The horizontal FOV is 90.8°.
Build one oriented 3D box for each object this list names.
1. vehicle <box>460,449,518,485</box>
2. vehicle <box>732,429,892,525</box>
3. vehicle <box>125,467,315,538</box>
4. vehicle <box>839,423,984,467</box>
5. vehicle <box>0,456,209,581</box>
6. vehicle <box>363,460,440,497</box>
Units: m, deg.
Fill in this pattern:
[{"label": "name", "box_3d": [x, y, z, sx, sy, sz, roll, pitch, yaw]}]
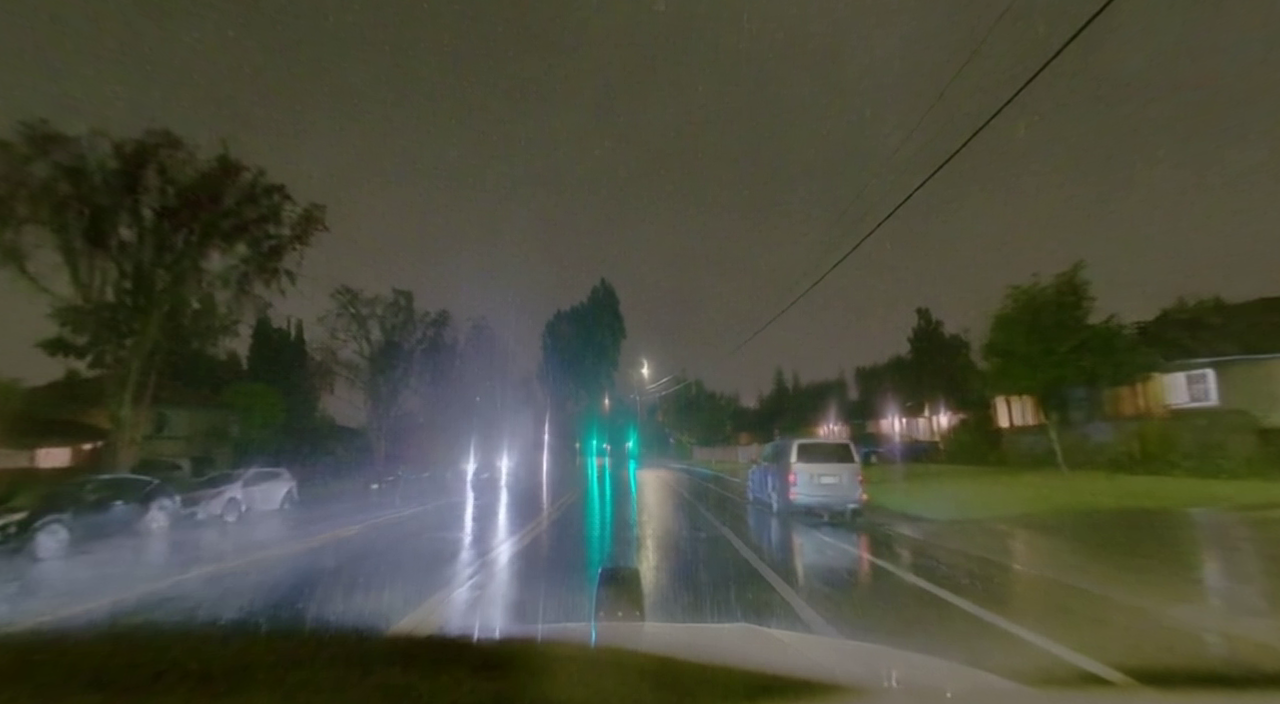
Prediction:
[{"label": "vehicle", "box_3d": [-7.670, 5.852, 32.493, 2.090, 1.724, 4.270, 1, -9, -2]}, {"label": "vehicle", "box_3d": [3.687, 2.799, 14.859, 2.176, 1.793, 5.534, 0, -9, 0]}, {"label": "vehicle", "box_3d": [-11.081, 3.959, 17.199, 1.958, 1.493, 4.671, 0, -9, 0]}, {"label": "vehicle", "box_3d": [12.495, 4.349, 29.464, 5.437, 1.931, 2.837, 0, -9, 1]}, {"label": "vehicle", "box_3d": [-11.017, 2.967, 12.128, 2.293, 1.836, 4.586, 0, -9, -2]}, {"label": "vehicle", "box_3d": [-11.102, 5.920, 29.795, 1.922, 1.496, 4.598, 0, -9, -1]}]
